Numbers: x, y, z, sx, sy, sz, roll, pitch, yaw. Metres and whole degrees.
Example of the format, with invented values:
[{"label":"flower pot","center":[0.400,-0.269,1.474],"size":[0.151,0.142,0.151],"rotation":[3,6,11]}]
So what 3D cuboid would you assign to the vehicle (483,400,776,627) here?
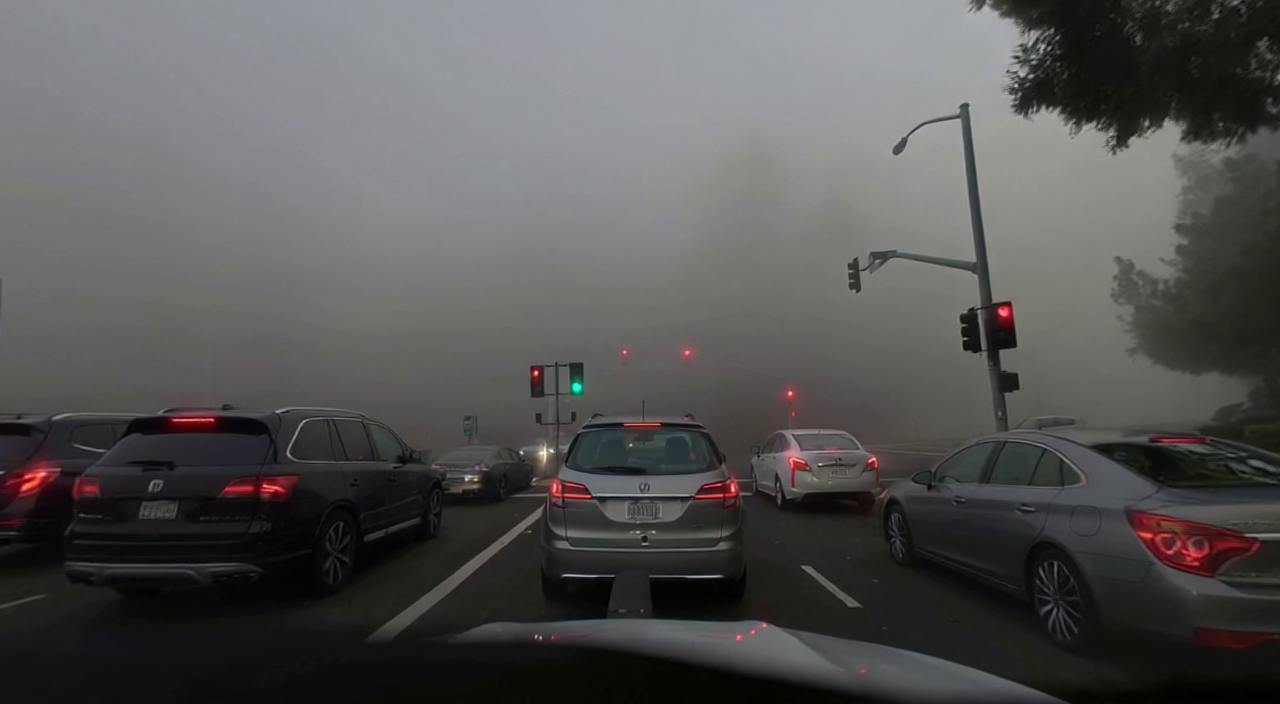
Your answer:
[{"label":"vehicle","center":[-0.056,1.401,6.303],"size":[2.047,1.579,3.642],"rotation":[0,-8,1]}]

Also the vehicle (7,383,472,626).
[{"label":"vehicle","center":[-3.553,1.429,6.855],"size":[2.014,1.755,4.360],"rotation":[0,-8,3]}]

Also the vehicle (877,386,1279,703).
[{"label":"vehicle","center":[3.591,1.199,4.601],"size":[2.010,1.486,4.498],"rotation":[0,-8,1]}]
